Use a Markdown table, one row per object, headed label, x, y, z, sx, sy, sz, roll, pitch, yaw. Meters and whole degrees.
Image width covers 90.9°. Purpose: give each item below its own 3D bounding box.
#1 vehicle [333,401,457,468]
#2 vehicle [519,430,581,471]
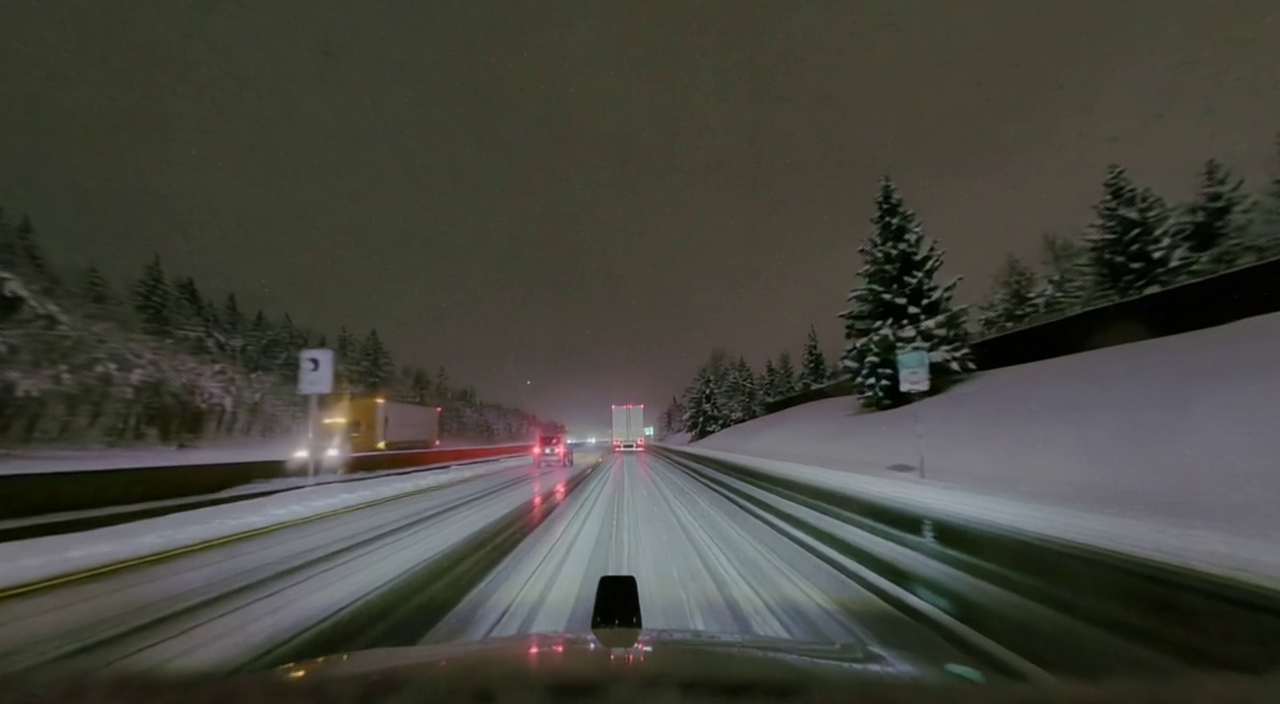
| label | x | y | z | sx | sy | sz | roll | pitch | yaw |
| --- | --- | --- | --- | --- | --- | --- | --- | --- | --- |
| vehicle | -17.067 | 6.051 | 46.083 | 2.886 | 3.939 | 16.802 | 0 | -8 | -2 |
| vehicle | -3.916 | 4.367 | 28.314 | 2.123 | 1.655 | 4.688 | 0 | -8 | -1 |
